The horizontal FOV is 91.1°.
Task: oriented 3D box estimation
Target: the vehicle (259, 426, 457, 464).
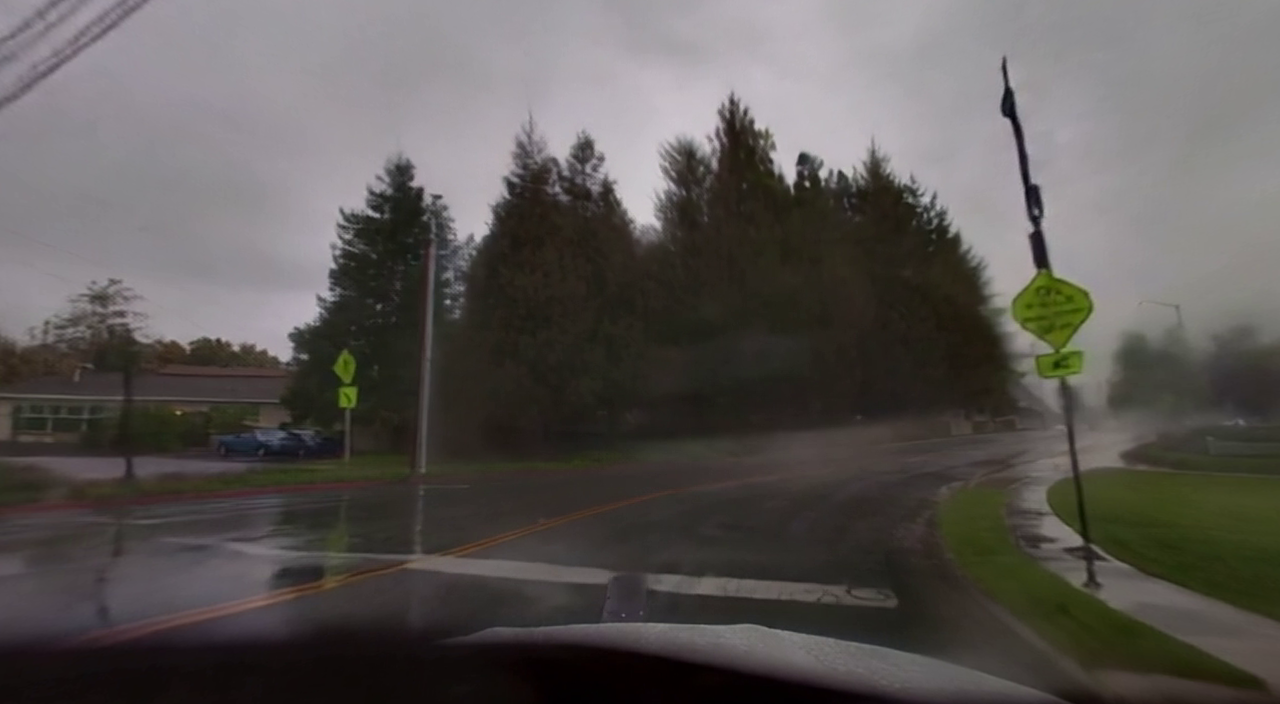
[{"bbox_3d":[-19.647,6.718,45.153,2.837,2.354,12.960,-7,-11,40],"label":"vehicle"}]
